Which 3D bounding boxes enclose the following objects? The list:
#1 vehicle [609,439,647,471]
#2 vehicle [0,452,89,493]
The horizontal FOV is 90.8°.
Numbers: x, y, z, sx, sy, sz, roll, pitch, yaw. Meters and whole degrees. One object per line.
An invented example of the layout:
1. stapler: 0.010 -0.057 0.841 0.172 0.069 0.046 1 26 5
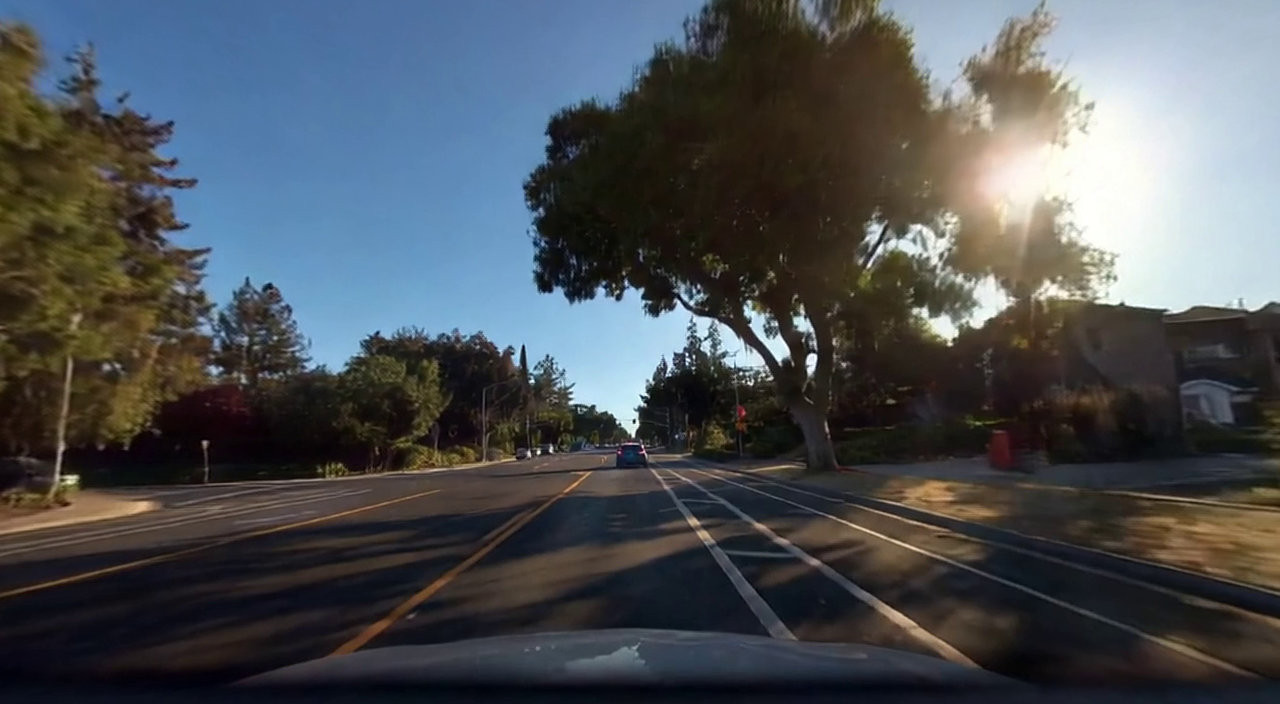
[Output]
1. vehicle: -0.690 6.338 39.125 2.230 1.827 4.298 0 -8 0
2. vehicle: -24.819 4.804 25.561 1.830 1.467 4.270 2 -9 -12
